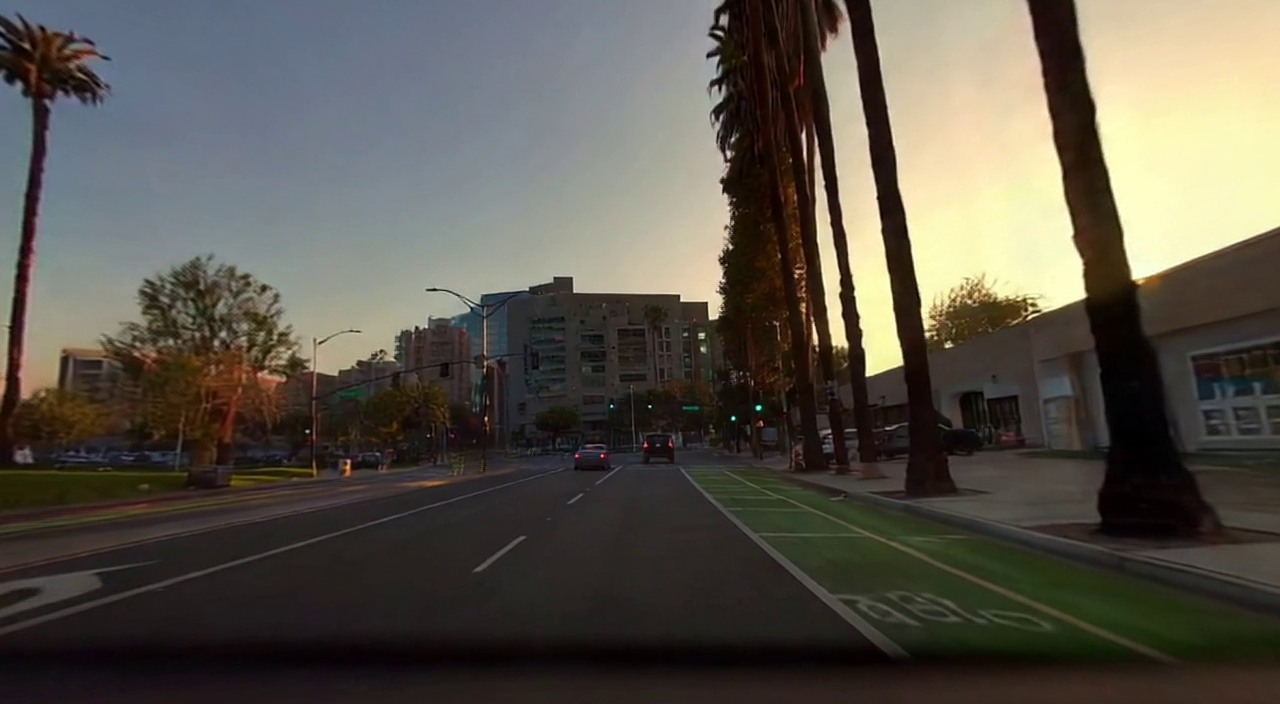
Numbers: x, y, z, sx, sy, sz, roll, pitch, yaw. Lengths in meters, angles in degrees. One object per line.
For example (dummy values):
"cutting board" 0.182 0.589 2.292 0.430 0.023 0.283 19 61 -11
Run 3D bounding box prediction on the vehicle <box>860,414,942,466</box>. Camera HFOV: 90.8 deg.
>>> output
"vehicle" 11.928 4.100 29.296 1.996 2.172 5.298 -1 -8 6

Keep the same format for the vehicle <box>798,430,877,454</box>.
"vehicle" 13.458 6.151 43.264 4.685 1.554 2.019 -1 -8 2

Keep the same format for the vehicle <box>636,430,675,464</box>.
"vehicle" 0.924 5.739 38.166 2.206 1.922 4.262 0 -8 1

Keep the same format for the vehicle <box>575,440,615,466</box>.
"vehicle" -2.588 5.964 37.467 1.969 1.481 3.868 -1 -8 2
